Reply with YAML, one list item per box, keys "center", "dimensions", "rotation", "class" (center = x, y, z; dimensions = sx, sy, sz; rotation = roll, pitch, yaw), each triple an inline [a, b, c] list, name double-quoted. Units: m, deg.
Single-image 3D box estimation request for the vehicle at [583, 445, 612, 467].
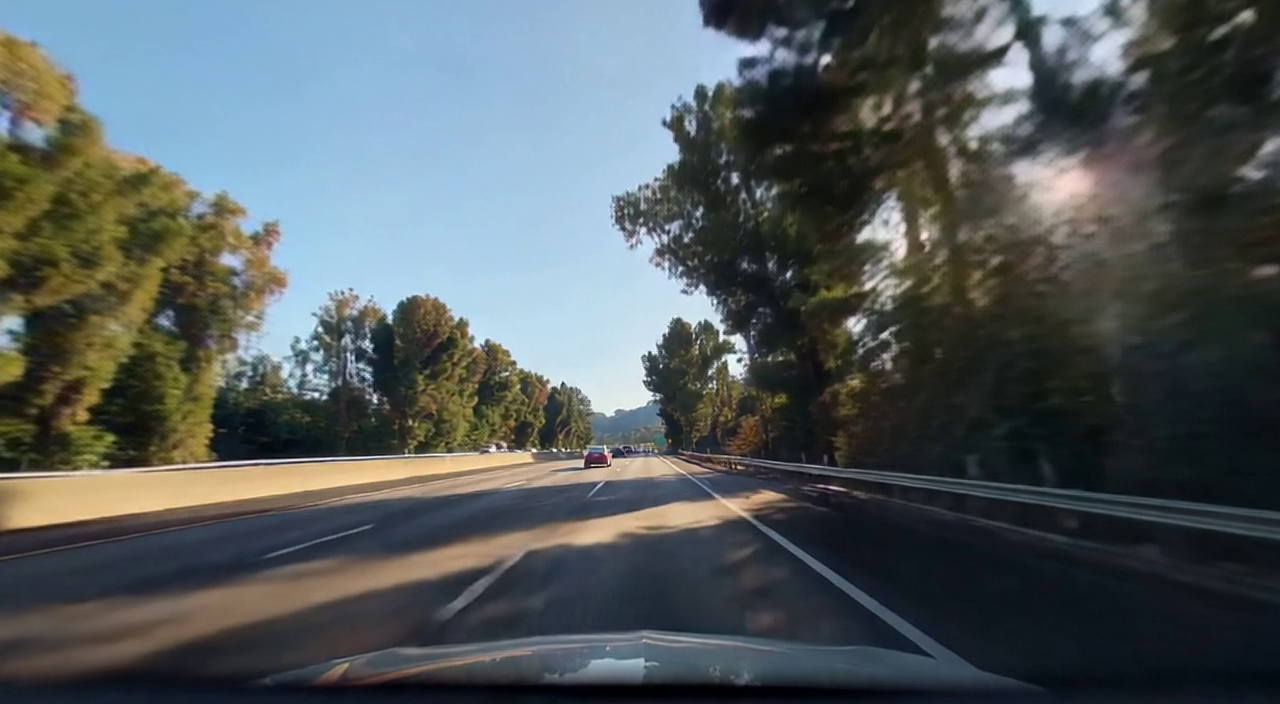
- center: [-3.225, 7.969, 48.567]
  dimensions: [1.993, 1.589, 3.898]
  rotation: [0, -8, 0]
  class: "vehicle"
